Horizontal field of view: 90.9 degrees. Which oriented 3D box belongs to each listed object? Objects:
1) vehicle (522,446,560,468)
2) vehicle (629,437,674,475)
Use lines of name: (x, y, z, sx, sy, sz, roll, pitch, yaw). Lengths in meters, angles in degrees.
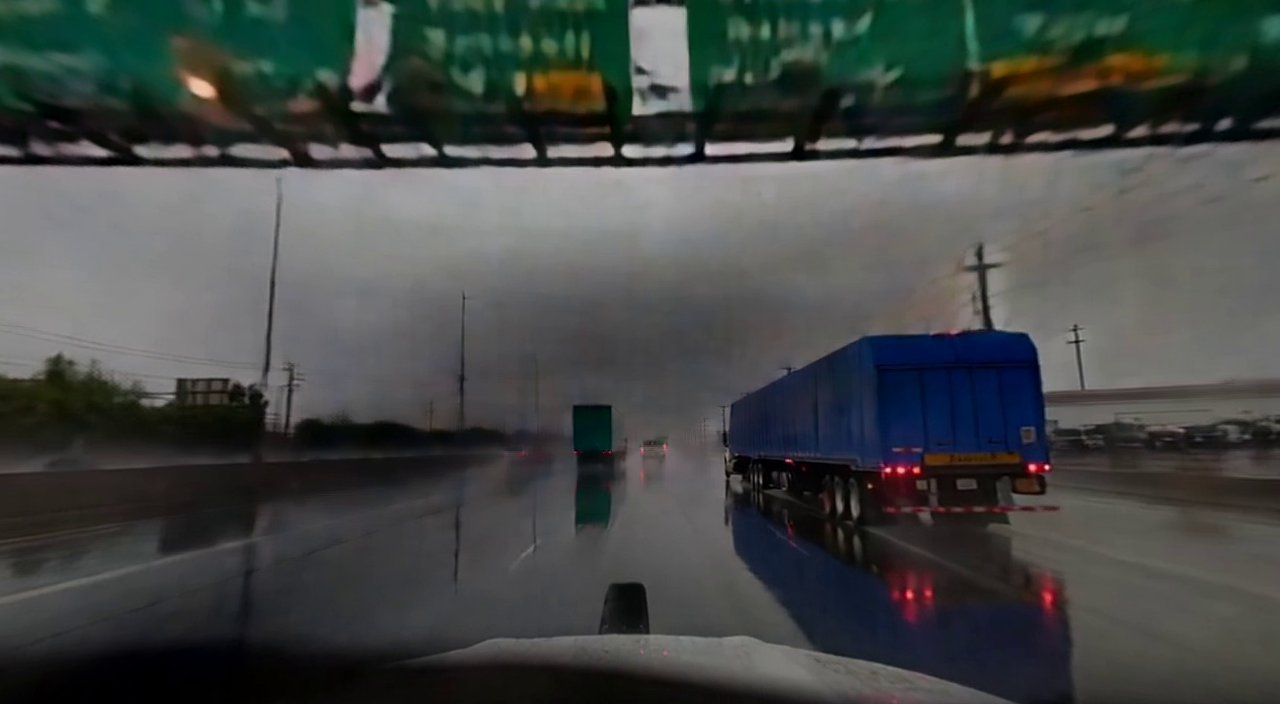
vehicle: (-7.015, 7.439, 44.983, 1.945, 1.482, 4.109, 0, -8, 1)
vehicle: (0.601, 5.560, 33.933, 2.279, 1.837, 4.747, 0, -8, 1)
